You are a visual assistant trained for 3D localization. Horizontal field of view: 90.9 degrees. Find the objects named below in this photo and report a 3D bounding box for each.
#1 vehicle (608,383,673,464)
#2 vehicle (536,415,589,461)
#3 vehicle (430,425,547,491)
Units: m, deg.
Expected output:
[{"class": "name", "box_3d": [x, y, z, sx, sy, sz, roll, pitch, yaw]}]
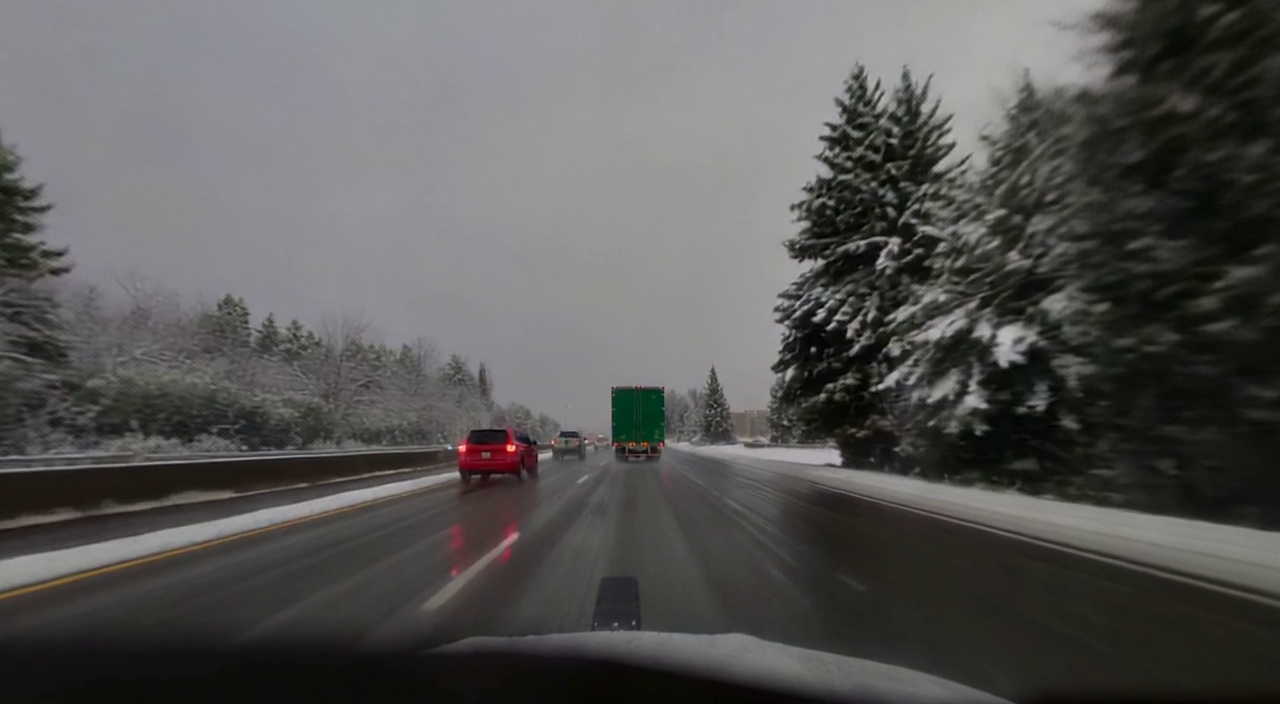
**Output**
[{"class": "vehicle", "box_3d": [-0.120, 4.312, 36.826, 3.259, 4.066, 9.891, 0, -8, -1]}, {"class": "vehicle", "box_3d": [-4.862, 5.635, 40.986, 2.717, 2.714, 6.997, 0, -8, -1]}, {"class": "vehicle", "box_3d": [-4.078, 2.946, 17.972, 2.005, 1.602, 5.131, 0, -8, 1]}]
